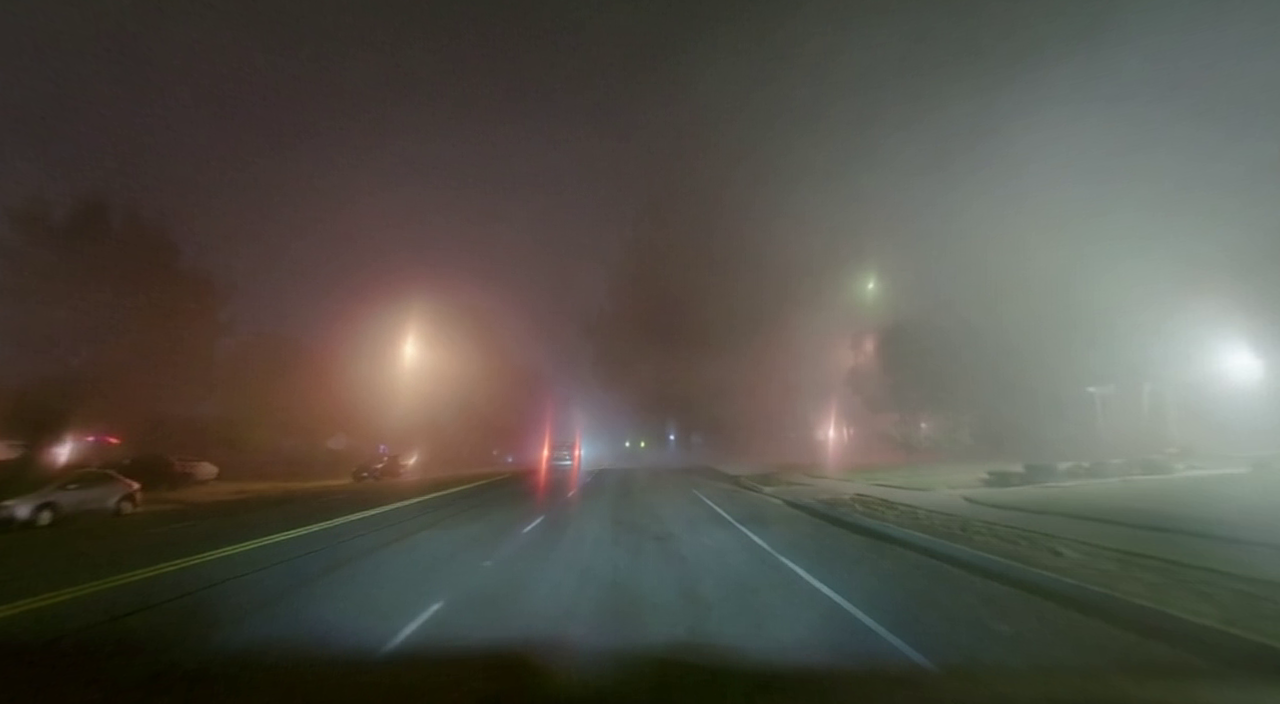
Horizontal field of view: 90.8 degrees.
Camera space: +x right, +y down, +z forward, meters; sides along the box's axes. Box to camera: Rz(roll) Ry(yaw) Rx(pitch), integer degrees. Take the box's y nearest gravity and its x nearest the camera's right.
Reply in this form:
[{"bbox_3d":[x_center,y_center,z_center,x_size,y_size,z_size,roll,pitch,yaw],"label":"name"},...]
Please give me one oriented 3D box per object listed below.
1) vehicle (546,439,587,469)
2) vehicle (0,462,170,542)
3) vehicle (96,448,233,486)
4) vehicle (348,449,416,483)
[{"bbox_3d":[-4.577,6.431,39.986,2.135,1.731,4.232,0,-8,-1],"label":"vehicle"},{"bbox_3d":[-14.221,3.515,15.399,1.900,1.494,4.730,0,-8,-1],"label":"vehicle"},{"bbox_3d":[-22.290,5.379,29.752,4.887,1.711,2.014,0,-8,4],"label":"vehicle"},{"bbox_3d":[-14.476,6.398,35.736,1.966,1.760,4.604,0,-8,-1],"label":"vehicle"}]
